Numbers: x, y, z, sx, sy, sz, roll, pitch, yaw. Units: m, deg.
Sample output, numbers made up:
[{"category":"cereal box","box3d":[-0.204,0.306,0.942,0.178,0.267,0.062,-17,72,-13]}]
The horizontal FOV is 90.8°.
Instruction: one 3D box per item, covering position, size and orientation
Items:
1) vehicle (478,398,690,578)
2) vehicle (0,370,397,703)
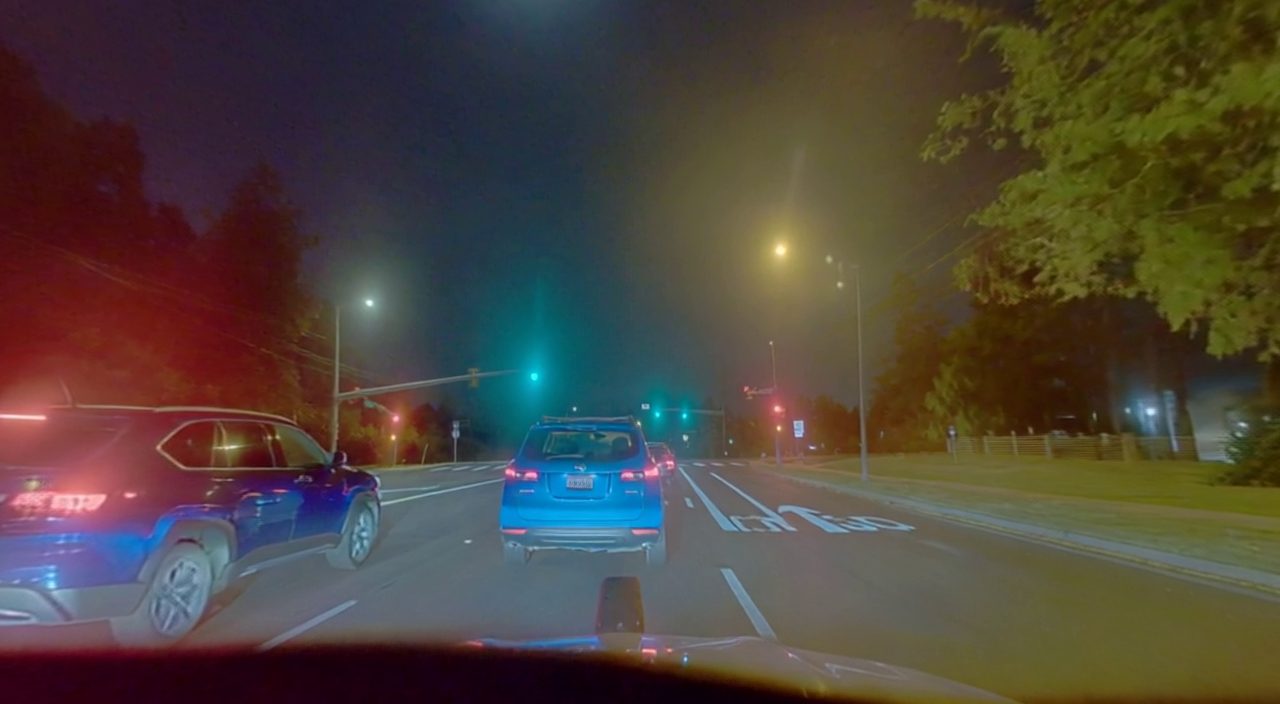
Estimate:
[{"category":"vehicle","box3d":[-0.502,1.740,8.953,2.131,1.793,5.016,0,-8,2]},{"category":"vehicle","box3d":[-4.016,1.250,5.375,2.009,1.673,4.454,0,-8,1]}]
